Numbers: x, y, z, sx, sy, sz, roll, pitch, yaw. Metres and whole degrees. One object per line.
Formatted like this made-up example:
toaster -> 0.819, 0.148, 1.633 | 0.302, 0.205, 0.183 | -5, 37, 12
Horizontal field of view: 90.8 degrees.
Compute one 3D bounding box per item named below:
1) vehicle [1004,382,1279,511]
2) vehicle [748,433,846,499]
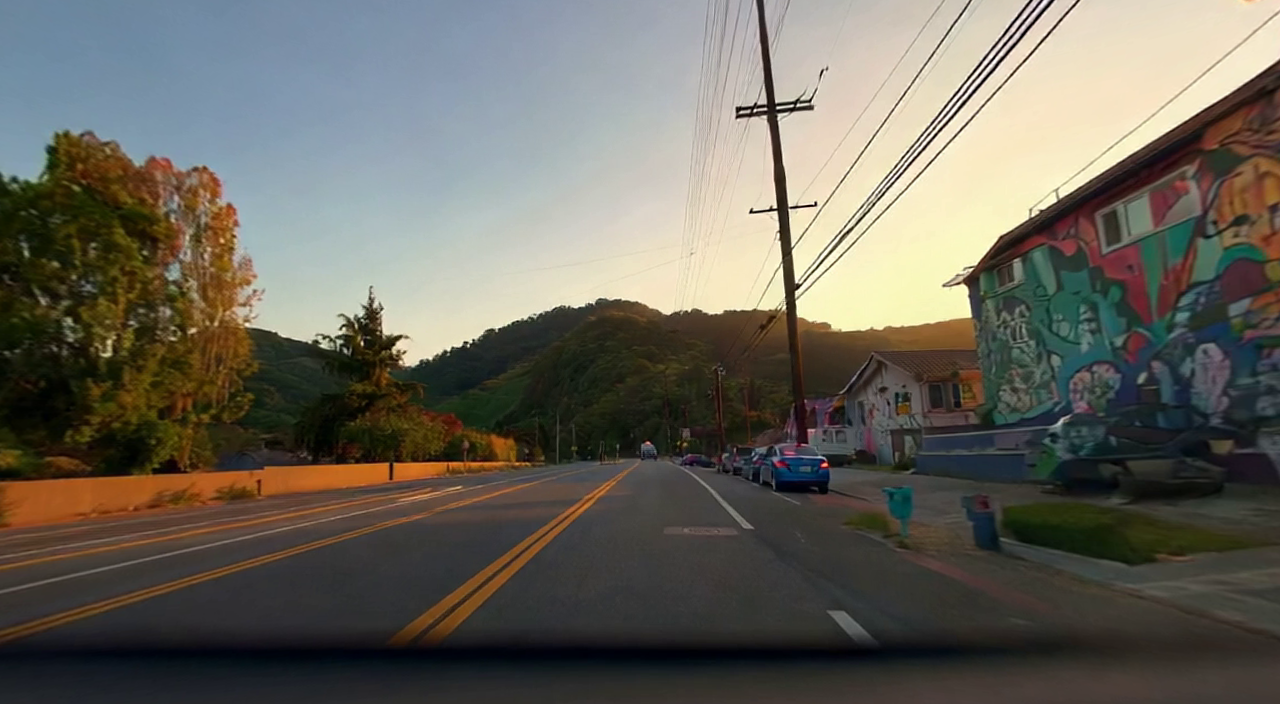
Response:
vehicle -> 10.196, 1.946, 13.031 | 2.253, 2.000, 5.259 | -4, -9, 1
vehicle -> 5.377, 4.028, 22.341 | 2.072, 1.889, 4.468 | -6, -10, -1
